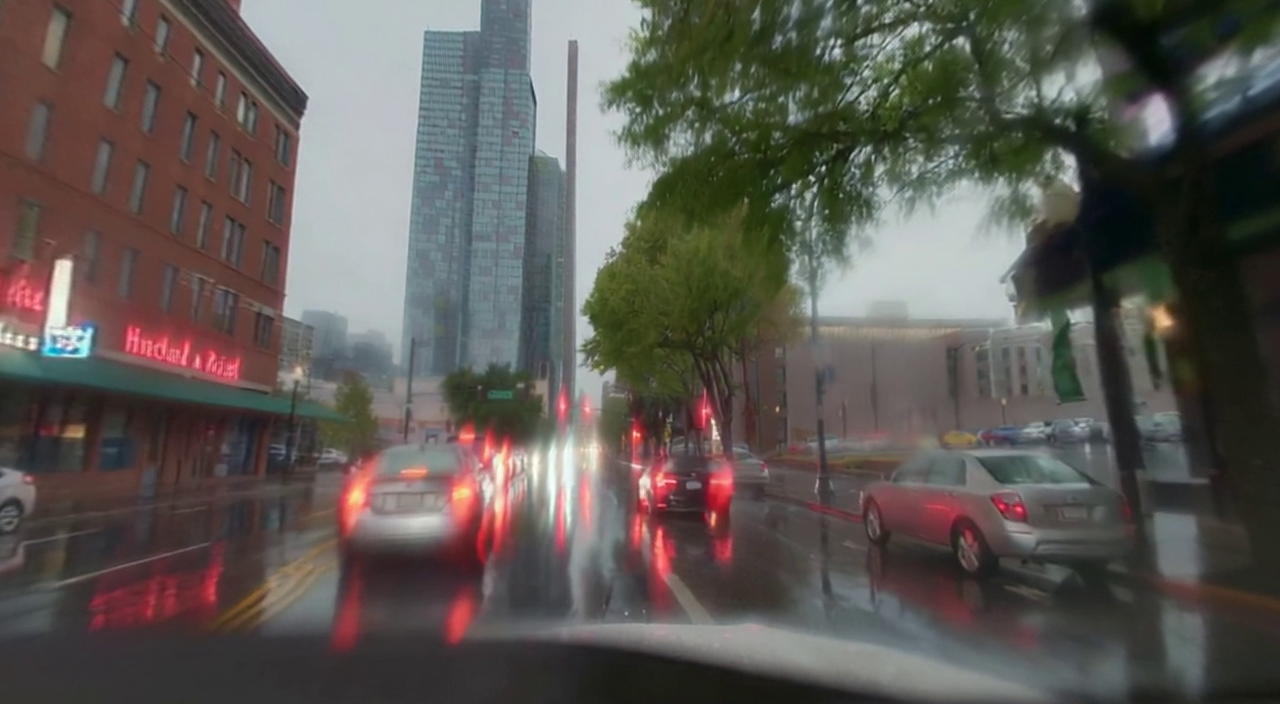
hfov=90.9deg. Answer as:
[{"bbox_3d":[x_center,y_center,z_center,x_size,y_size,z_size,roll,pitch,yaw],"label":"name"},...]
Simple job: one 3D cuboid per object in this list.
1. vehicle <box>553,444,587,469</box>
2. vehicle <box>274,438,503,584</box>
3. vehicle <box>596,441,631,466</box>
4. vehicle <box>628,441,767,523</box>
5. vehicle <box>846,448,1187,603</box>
[{"bbox_3d":[-4.563,6.766,41.077,2.102,1.521,4.078,1,-9,-6],"label":"vehicle"},{"bbox_3d":[-3.065,1.953,8.761,2.169,1.427,4.531,2,-9,-13],"label":"vehicle"},{"bbox_3d":[-2.123,7.832,48.933,2.418,1.816,4.300,1,-9,-6],"label":"vehicle"},{"bbox_3d":[1.009,2.694,13.707,2.150,1.464,4.467,1,-9,-6],"label":"vehicle"},{"bbox_3d":[4.554,2.083,8.509,1.986,1.555,3.879,1,-9,-4],"label":"vehicle"}]
